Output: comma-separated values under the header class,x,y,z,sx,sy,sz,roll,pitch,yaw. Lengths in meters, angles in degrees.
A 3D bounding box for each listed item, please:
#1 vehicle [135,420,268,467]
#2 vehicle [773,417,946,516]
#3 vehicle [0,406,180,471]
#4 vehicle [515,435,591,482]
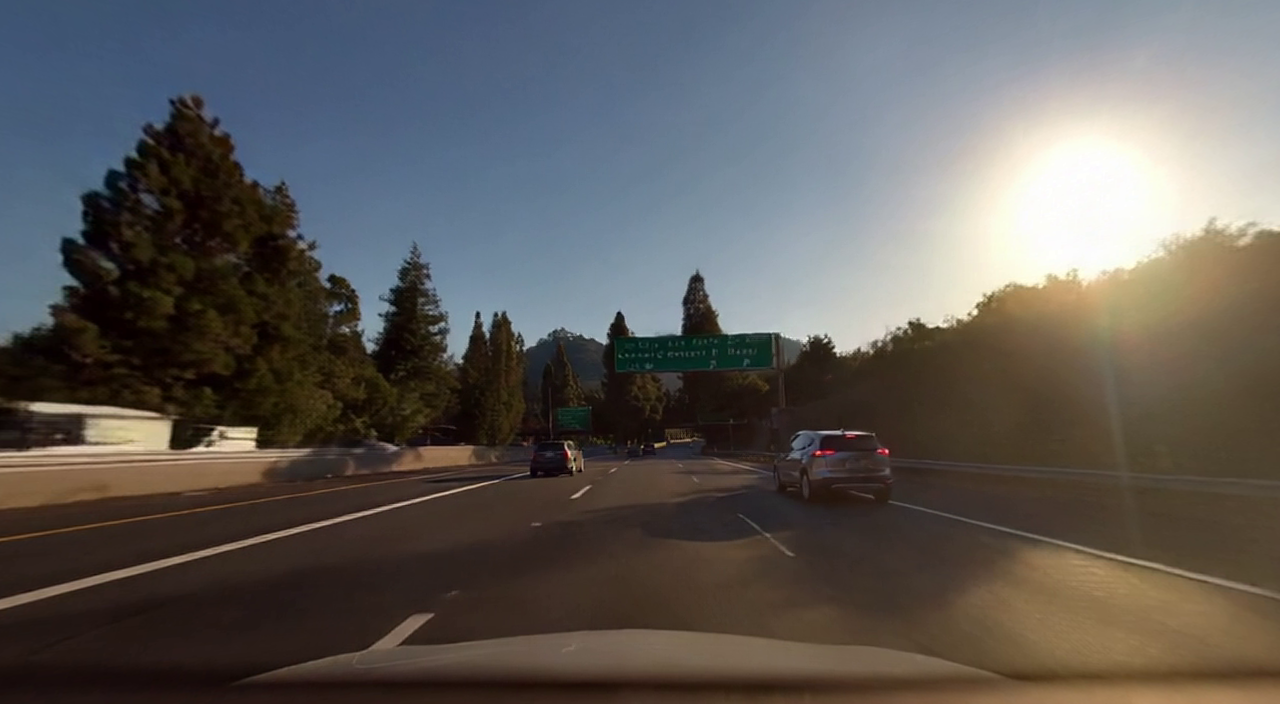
class,x,y,z,sx,sy,sz,roll,pitch,yaw
vehicle,-27.859,5.905,40.458,2.685,2.719,7.829,-1,-8,2
vehicle,4.501,2.433,13.803,2.149,1.796,4.487,0,-8,0
vehicle,-28.236,4.173,30.184,2.850,2.700,11.935,-1,-8,2
vehicle,-3.209,4.043,24.123,2.166,1.608,4.297,0,-8,2
